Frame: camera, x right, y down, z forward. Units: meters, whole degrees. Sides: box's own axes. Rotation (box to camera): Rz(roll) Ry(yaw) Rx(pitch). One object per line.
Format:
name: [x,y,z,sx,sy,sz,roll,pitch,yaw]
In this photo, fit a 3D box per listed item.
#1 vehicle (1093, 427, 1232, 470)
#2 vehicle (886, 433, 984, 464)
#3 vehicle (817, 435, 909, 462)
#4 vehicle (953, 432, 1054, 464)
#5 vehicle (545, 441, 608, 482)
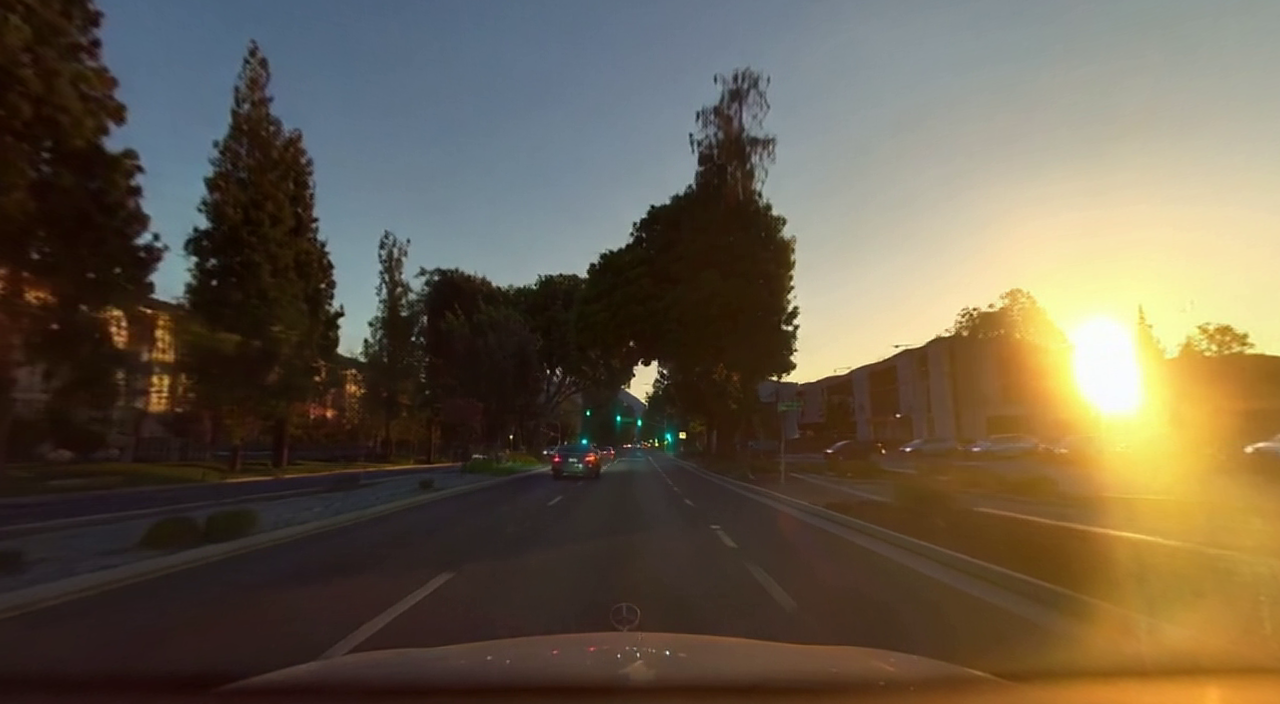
vehicle: [18.322,3.387,22.212,3.731,1.430,1.640,1,-9,-11]
vehicle: [16.670,5.472,35.820,4.564,1.663,2.033,1,-9,-9]
vehicle: [15.418,6.681,43.875,5.604,1.833,2.128,1,-9,-8]
vehicle: [17.290,4.568,30.156,3.846,1.488,1.695,1,-9,-8]
vehicle: [-2.511,4.491,26.224,2.011,1.498,4.914,0,-9,1]
